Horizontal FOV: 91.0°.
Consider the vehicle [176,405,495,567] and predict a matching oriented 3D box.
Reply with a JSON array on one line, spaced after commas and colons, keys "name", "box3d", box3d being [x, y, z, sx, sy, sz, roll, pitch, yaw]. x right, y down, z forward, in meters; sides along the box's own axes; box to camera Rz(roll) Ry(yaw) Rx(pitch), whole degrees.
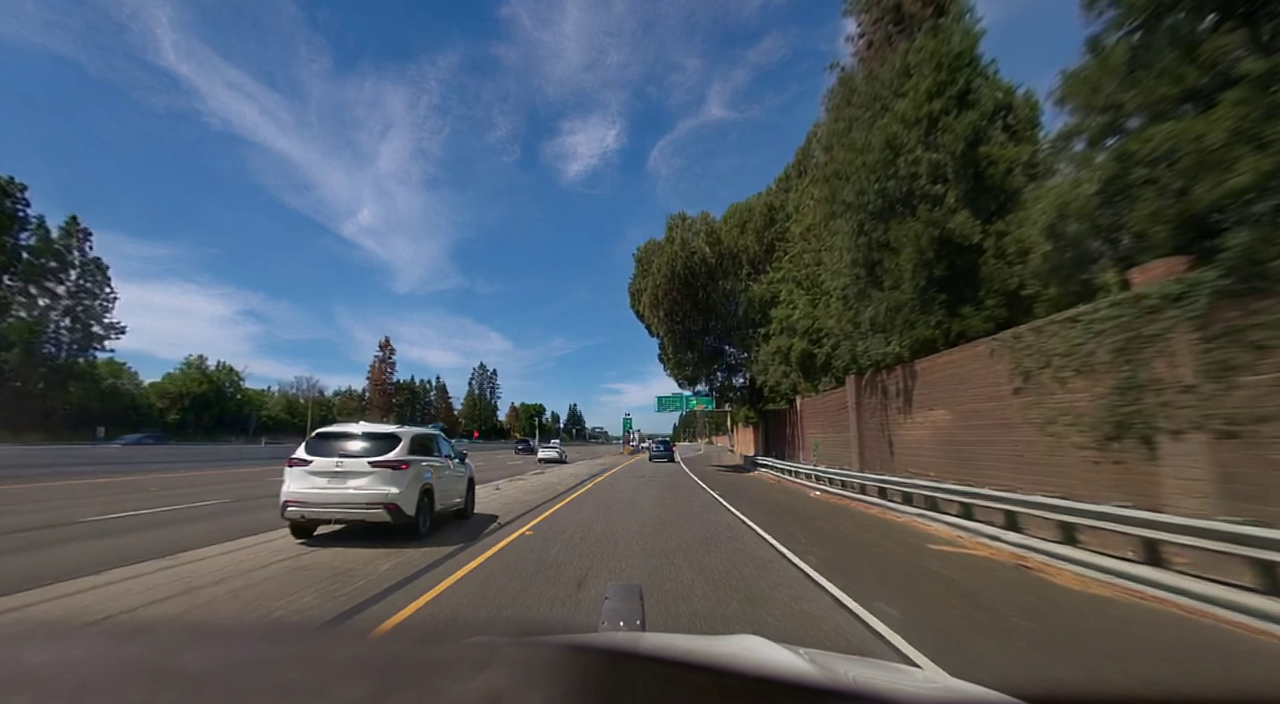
[{"name": "vehicle", "box3d": [-3.799, 1.777, 9.141, 2.151, 1.707, 4.759, 0, -8, 1]}]
